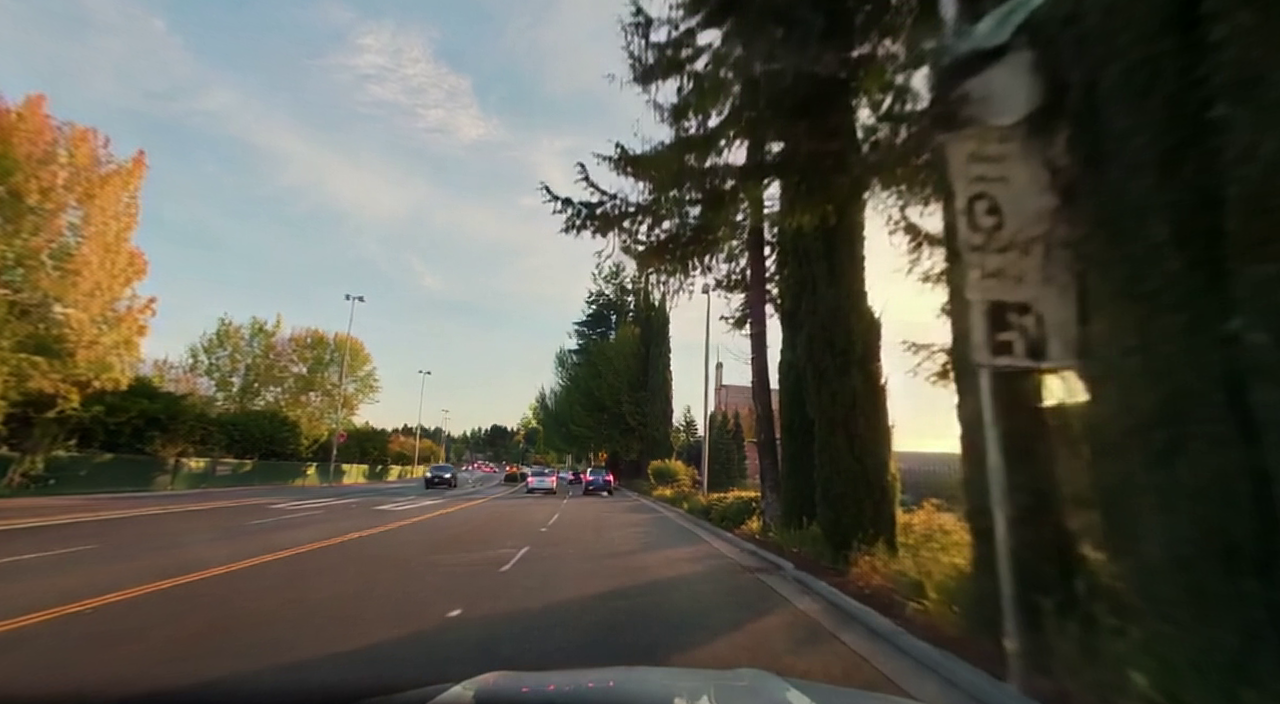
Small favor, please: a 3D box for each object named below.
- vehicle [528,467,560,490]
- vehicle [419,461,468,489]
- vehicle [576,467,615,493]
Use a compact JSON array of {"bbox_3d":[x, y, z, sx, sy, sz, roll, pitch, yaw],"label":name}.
[{"bbox_3d":[-6.760,8.929,44.682,2.030,1.441,4.806,2,-11,-7],"label":"vehicle"},{"bbox_3d":[-12.812,8.069,41.356,2.183,1.665,4.498,2,-11,-7],"label":"vehicle"},{"bbox_3d":[-2.852,7.978,39.349,2.129,1.471,4.258,2,-11,-7],"label":"vehicle"}]
